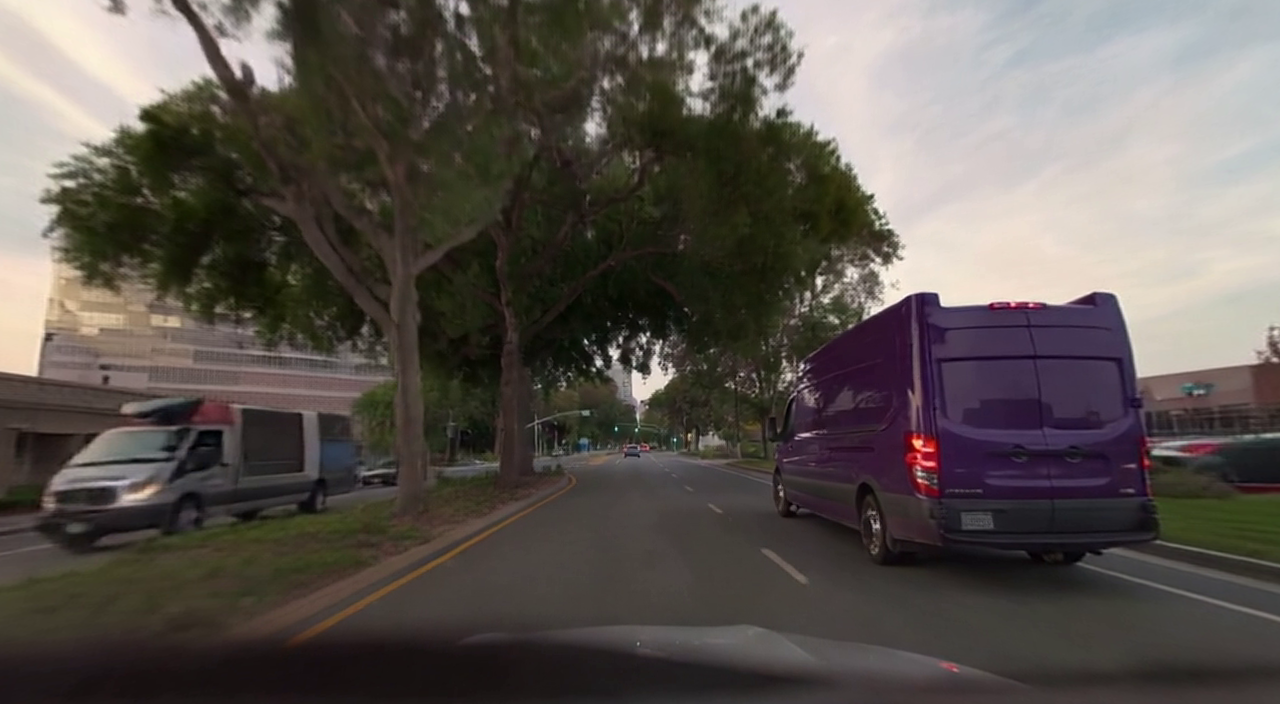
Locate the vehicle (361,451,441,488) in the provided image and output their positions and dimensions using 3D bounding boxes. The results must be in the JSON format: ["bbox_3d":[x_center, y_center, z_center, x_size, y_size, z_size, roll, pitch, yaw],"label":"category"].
[{"bbox_3d":[-13.830,6.791,37.022,2.290,1.943,5.833,-1,-9,1],"label":"vehicle"}]

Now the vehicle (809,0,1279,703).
[{"bbox_3d":[3.976,0.243,4.187,2.731,3.407,10.262,0,-9,-1],"label":"vehicle"}]

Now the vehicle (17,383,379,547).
[{"bbox_3d":[-10.258,2.829,16.649,3.257,3.085,9.164,0,-9,-3],"label":"vehicle"}]
